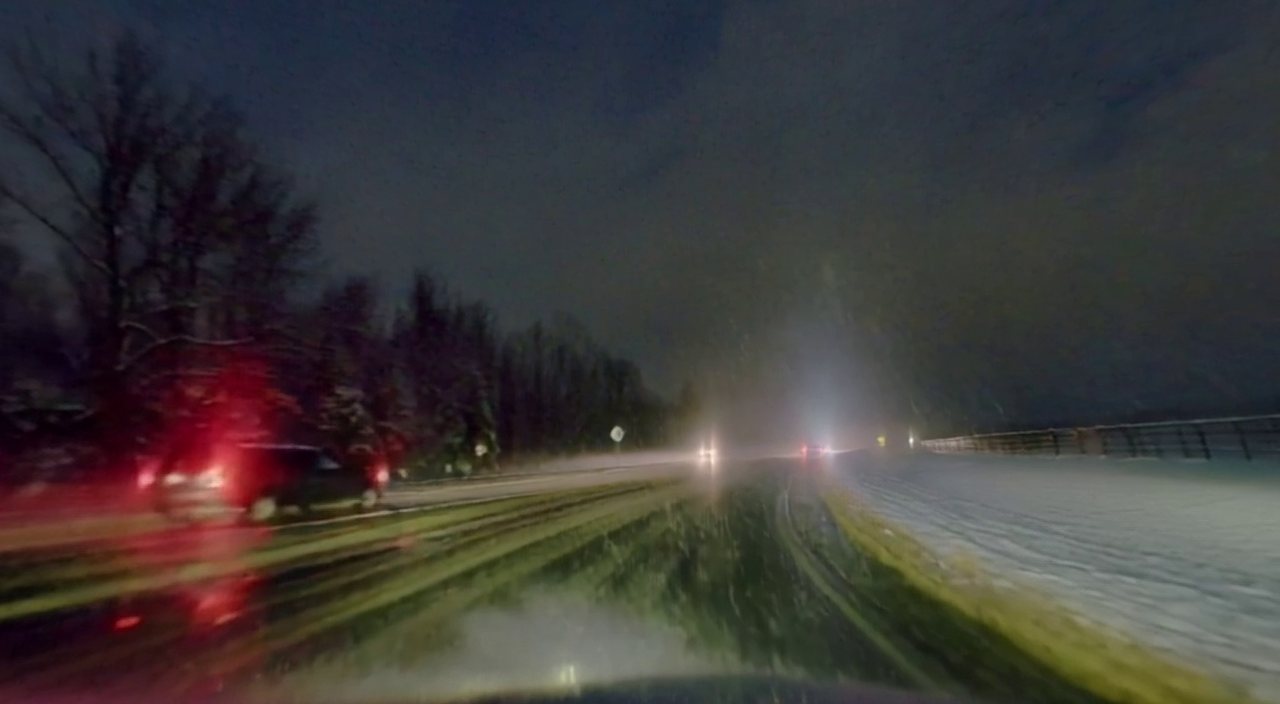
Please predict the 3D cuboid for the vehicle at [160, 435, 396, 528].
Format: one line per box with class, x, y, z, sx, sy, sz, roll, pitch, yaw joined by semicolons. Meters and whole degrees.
vehicle;-7.682;2.733;13.784;2.106;1.679;3.908;-4;-10;22
